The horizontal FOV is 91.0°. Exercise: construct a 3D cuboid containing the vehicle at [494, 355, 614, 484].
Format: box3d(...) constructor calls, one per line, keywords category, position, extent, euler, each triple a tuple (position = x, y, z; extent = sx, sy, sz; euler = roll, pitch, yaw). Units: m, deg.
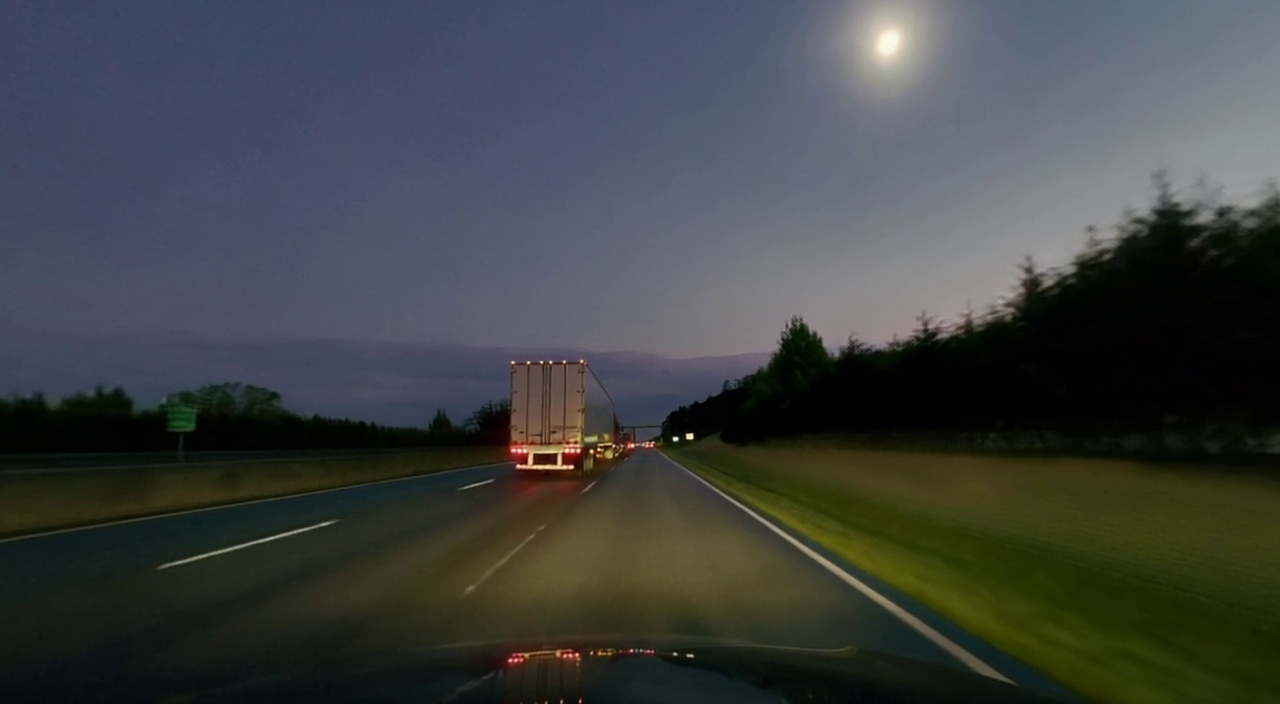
box3d(category="vehicle", position=(-3.006, 3.135, 26.982), extent=(2.947, 4.051, 14.256), euler=(0, -8, 1))
